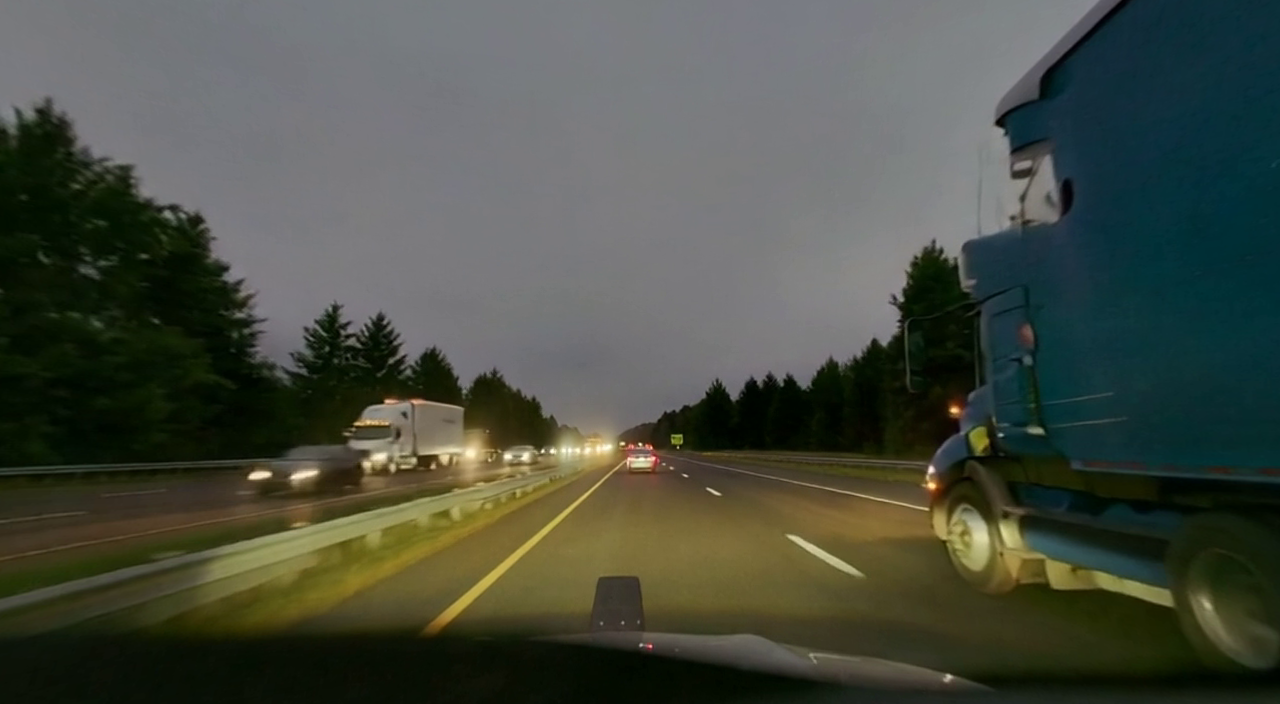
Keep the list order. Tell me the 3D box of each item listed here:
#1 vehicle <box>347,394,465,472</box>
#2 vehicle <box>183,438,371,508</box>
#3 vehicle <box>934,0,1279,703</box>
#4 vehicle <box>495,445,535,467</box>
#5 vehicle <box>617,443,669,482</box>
[{"bbox_3d":[-13.408,4.899,37.460,2.977,3.982,10.269,0,-8,0],"label":"vehicle"},{"bbox_3d":[-8.771,2.934,15.856,1.930,1.479,4.706,0,-8,0],"label":"vehicle"},{"bbox_3d":[4.388,-0.185,3.014,3.010,3.911,5.858,0,-8,0],"label":"vehicle"},{"bbox_3d":[-8.609,7.165,43.669,1.851,1.457,4.155,0,-8,0],"label":"vehicle"},{"bbox_3d":[0.106,4.762,27.458,2.114,1.523,4.012,0,-8,-1],"label":"vehicle"}]
